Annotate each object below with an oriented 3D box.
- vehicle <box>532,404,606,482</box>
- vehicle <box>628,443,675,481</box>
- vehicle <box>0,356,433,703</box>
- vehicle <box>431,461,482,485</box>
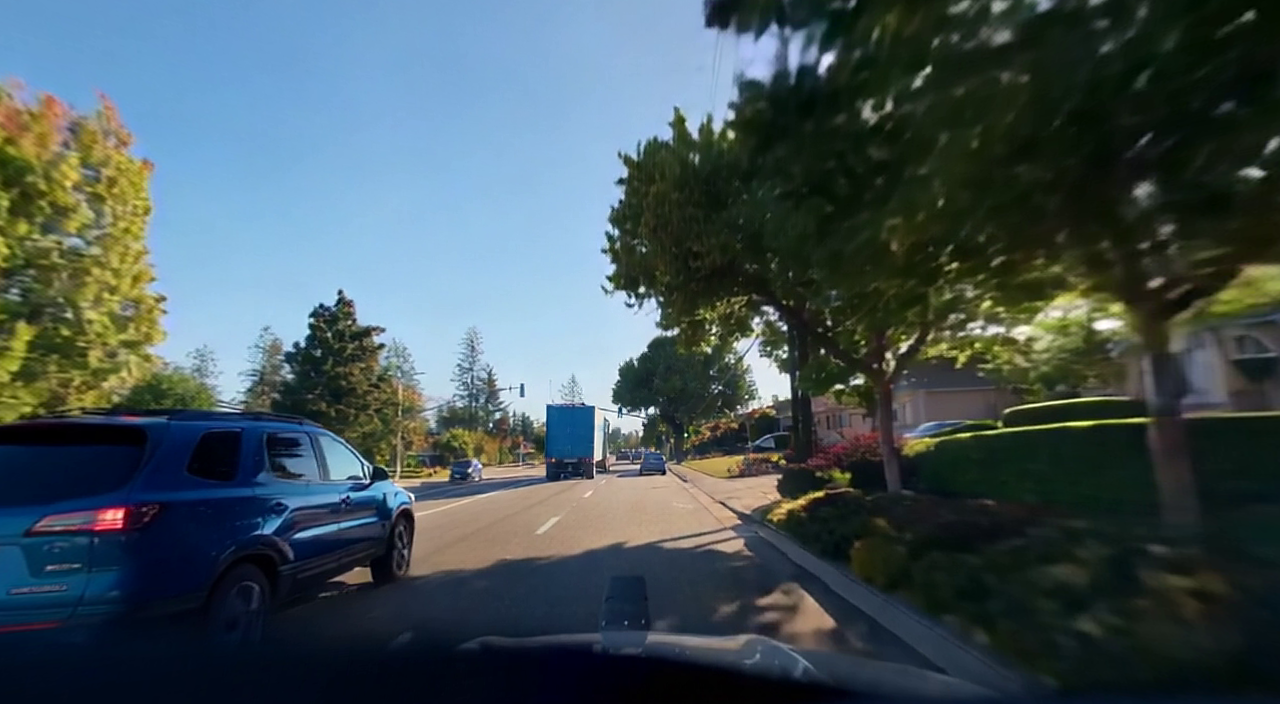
[{"bbox_3d":[-3.566,4.992,34.280,2.928,3.658,8.980,0,-9,0],"label":"vehicle"},{"bbox_3d":[0.570,5.456,31.359,2.174,1.749,4.113,0,-9,1],"label":"vehicle"},{"bbox_3d":[-3.509,1.275,5.039,2.093,1.832,4.508,0,-9,1],"label":"vehicle"},{"bbox_3d":[-12.880,8.503,44.444,1.959,1.502,4.647,0,-9,3],"label":"vehicle"}]
